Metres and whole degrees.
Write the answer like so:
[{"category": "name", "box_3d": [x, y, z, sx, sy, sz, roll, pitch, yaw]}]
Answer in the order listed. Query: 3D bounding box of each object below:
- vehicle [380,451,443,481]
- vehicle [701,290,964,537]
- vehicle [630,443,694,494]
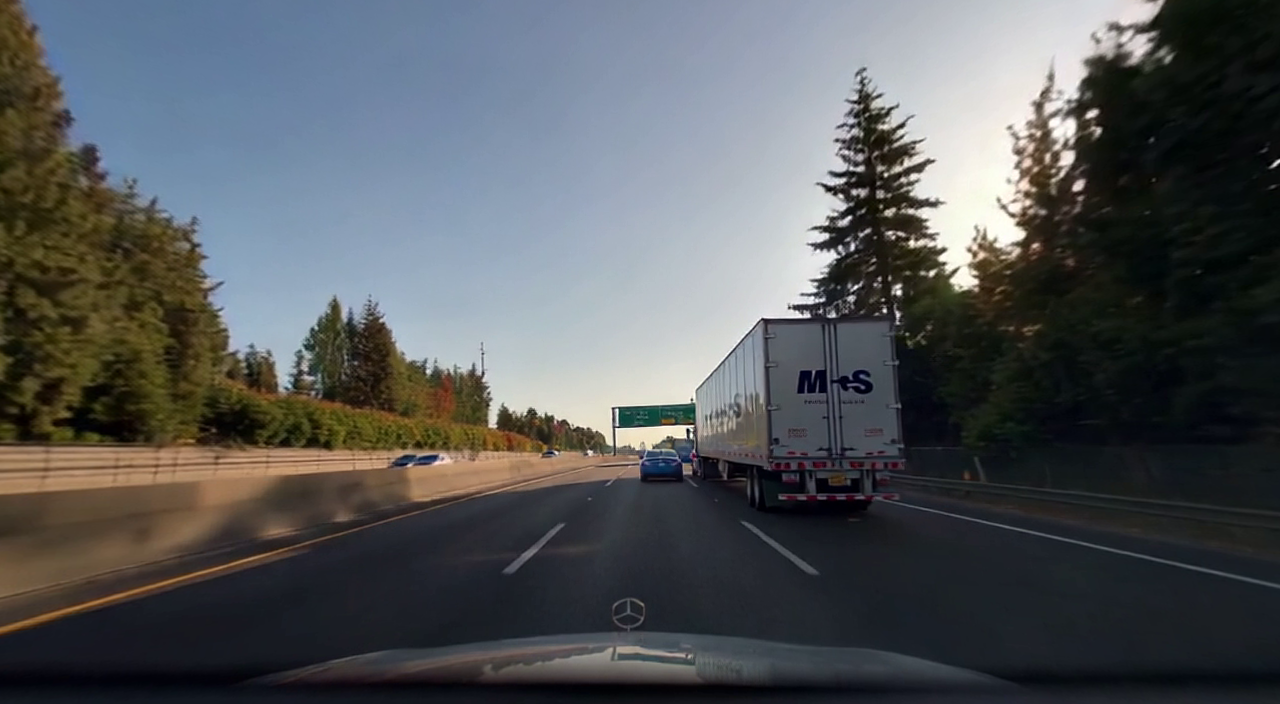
[{"category": "vehicle", "box_3d": [-13.070, 6.530, 36.289, 1.941, 1.602, 4.247, 0, -9, 2]}, {"category": "vehicle", "box_3d": [3.822, 2.040, 17.533, 3.002, 4.104, 14.174, 0, -9, 1]}, {"category": "vehicle", "box_3d": [0.706, 4.155, 22.773, 2.121, 1.642, 3.828, 0, -9, 0]}]
